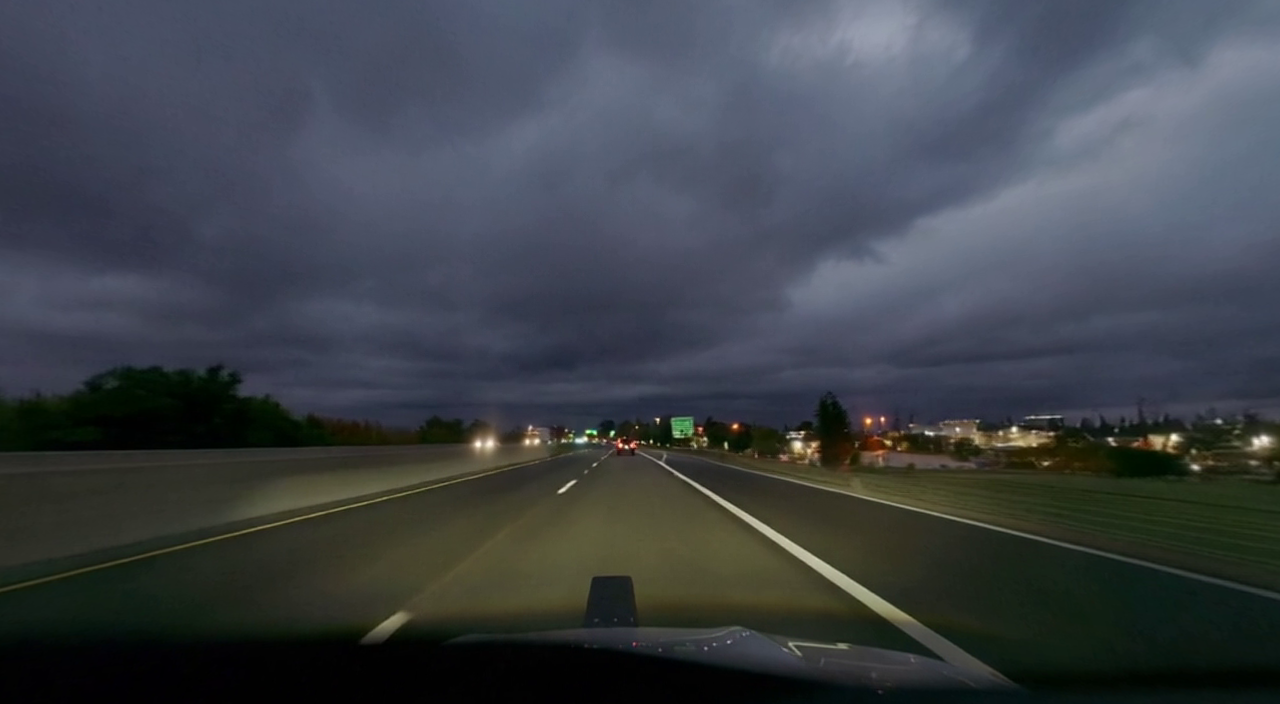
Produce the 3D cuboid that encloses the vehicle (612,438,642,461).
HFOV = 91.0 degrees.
[{"bbox_3d":[-0.966,6.917,44.808,2.099,1.504,3.843,0,-8,-2],"label":"vehicle"}]
